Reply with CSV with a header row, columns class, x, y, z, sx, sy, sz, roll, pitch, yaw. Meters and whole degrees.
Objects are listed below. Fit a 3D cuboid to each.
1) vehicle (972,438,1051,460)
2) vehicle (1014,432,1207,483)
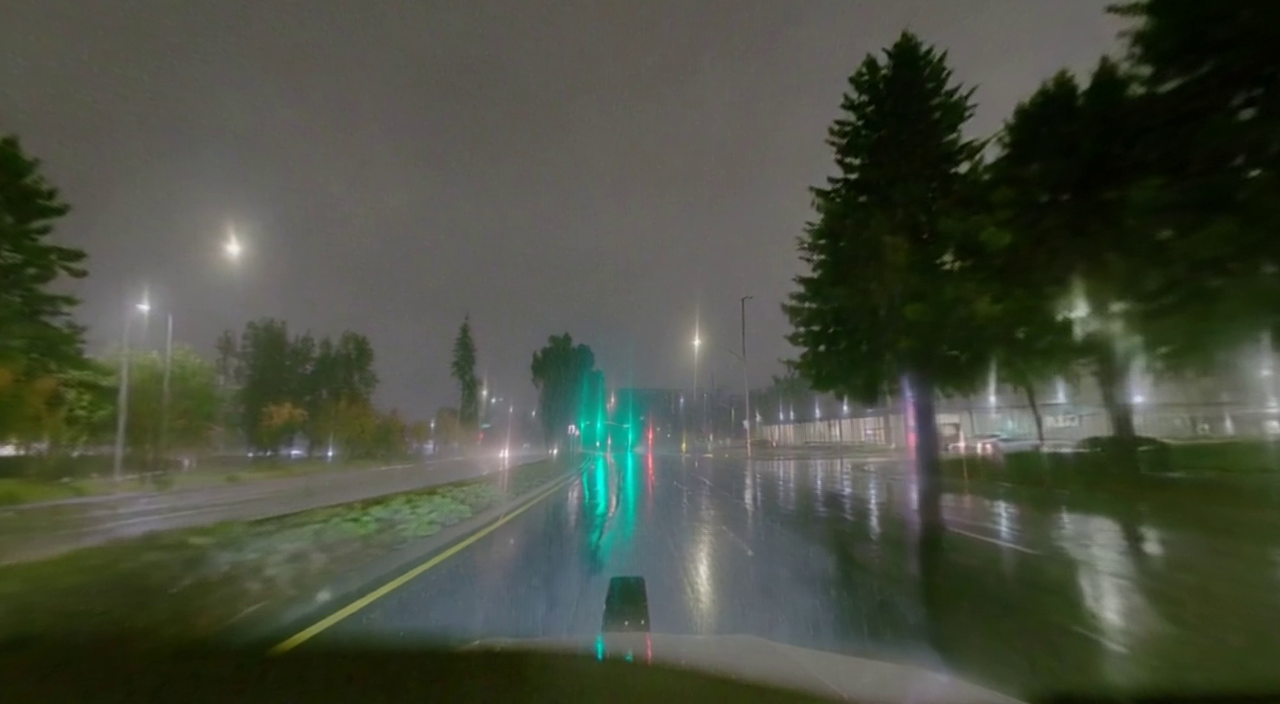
class,x,y,z,sx,sy,sz,roll,pitch,yaw
vehicle,24.789,6.467,42.115,4.053,1.376,1.945,1,-9,-3
vehicle,15.918,3.582,21.531,4.982,1.441,1.951,-2,-8,-1
